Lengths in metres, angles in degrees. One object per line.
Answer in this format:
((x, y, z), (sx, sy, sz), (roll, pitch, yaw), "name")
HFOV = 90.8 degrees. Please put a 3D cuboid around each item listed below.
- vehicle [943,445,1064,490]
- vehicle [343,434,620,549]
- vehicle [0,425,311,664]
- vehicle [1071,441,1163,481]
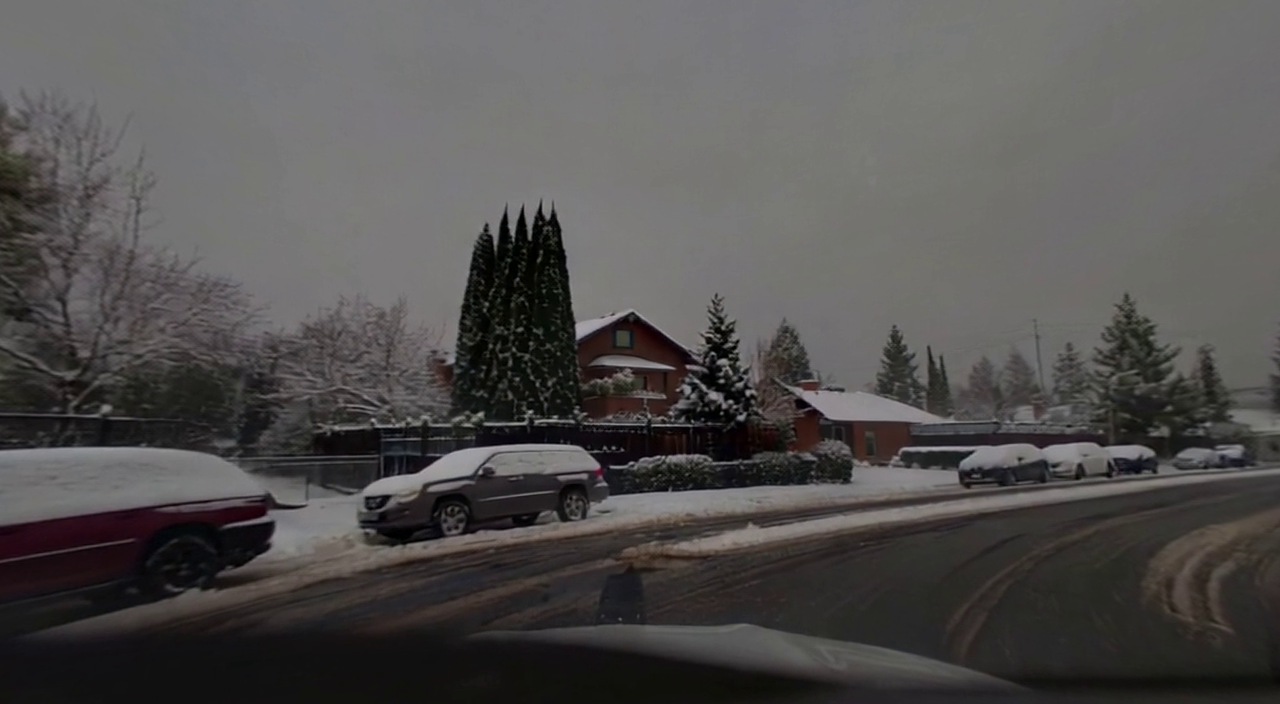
((13.294, 4.124, 22.990), (4.731, 1.478, 1.930), (6, -10, -35), "vehicle")
((-2.517, 2.249, 10.964), (2.082, 1.547, 4.217), (-7, -11, 39), "vehicle")
((-4.922, 1.393, 4.733), (1.943, 1.475, 4.701), (-4, -11, 8), "vehicle")
((21.803, 4.941, 28.852), (4.221, 1.673, 1.918), (5, -10, -33), "vehicle")
